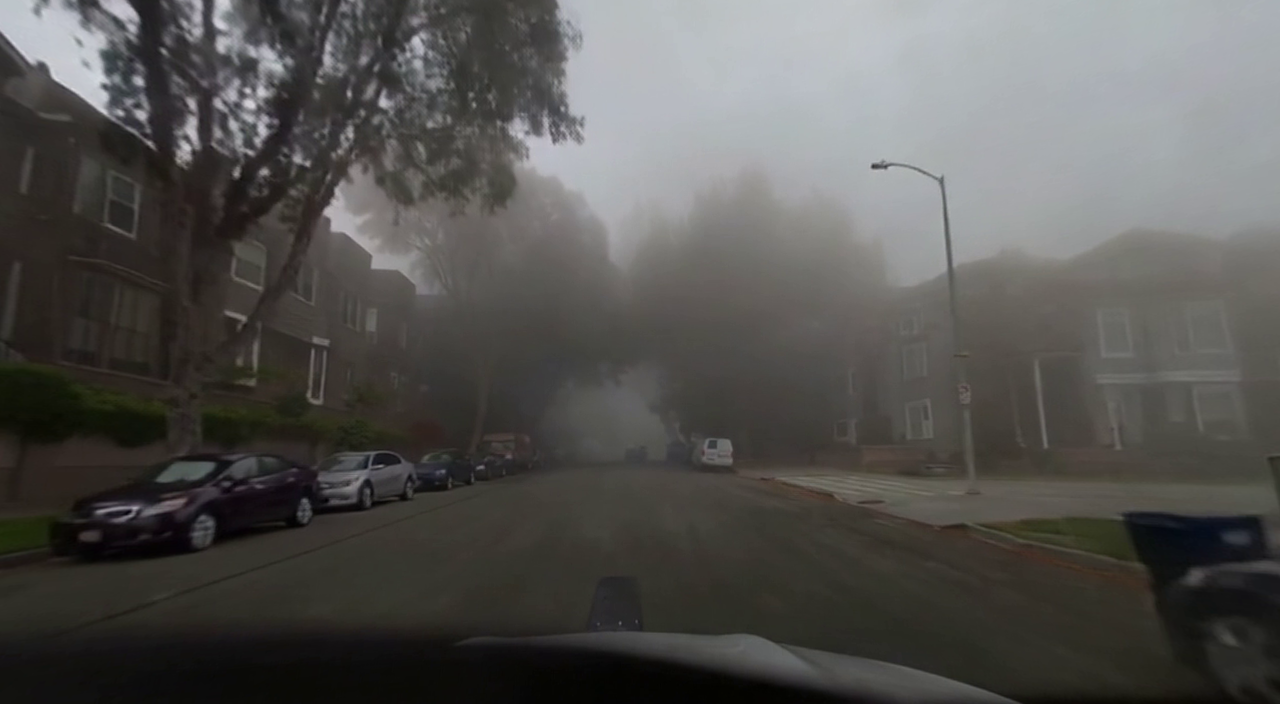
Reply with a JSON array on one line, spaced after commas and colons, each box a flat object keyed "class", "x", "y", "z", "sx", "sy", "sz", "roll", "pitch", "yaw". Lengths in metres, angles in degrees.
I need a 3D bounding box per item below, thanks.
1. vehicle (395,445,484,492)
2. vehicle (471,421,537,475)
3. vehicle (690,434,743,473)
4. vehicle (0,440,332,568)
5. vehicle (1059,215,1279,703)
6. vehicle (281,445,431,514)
[{"class": "vehicle", "x": -7.129, "y": 4.157, "z": 22.796, "sx": 1.832, "sy": 1.483, "sz": 4.140, "roll": -1, "pitch": -9, "yaw": 0}, {"class": "vehicle", "x": -7.343, "y": 5.339, "z": 34.711, "sx": 2.341, "sy": 2.674, "sz": 5.753, "roll": -1, "pitch": -10, "yaw": 0}, {"class": "vehicle", "x": 4.111, "y": 5.581, "z": 34.676, "sx": 2.216, "sy": 1.955, "sz": 4.970, "roll": 0, "pitch": -9, "yaw": -1}, {"class": "vehicle", "x": -7.068, "y": 2.256, "z": 10.097, "sx": 2.003, "sy": 1.501, "sz": 4.779, "roll": -1, "pitch": -9, "yaw": -2}, {"class": "vehicle", "x": 3.992, "y": 0.658, "z": 3.109, "sx": 2.158, "sy": 2.478, "sz": 2.078, "roll": 0, "pitch": -9, "yaw": -3}, {"class": "vehicle", "x": -7.048, "y": 3.189, "z": 16.232, "sx": 1.845, "sy": 1.475, "sz": 4.495, "roll": -1, "pitch": -9, "yaw": -1}]
